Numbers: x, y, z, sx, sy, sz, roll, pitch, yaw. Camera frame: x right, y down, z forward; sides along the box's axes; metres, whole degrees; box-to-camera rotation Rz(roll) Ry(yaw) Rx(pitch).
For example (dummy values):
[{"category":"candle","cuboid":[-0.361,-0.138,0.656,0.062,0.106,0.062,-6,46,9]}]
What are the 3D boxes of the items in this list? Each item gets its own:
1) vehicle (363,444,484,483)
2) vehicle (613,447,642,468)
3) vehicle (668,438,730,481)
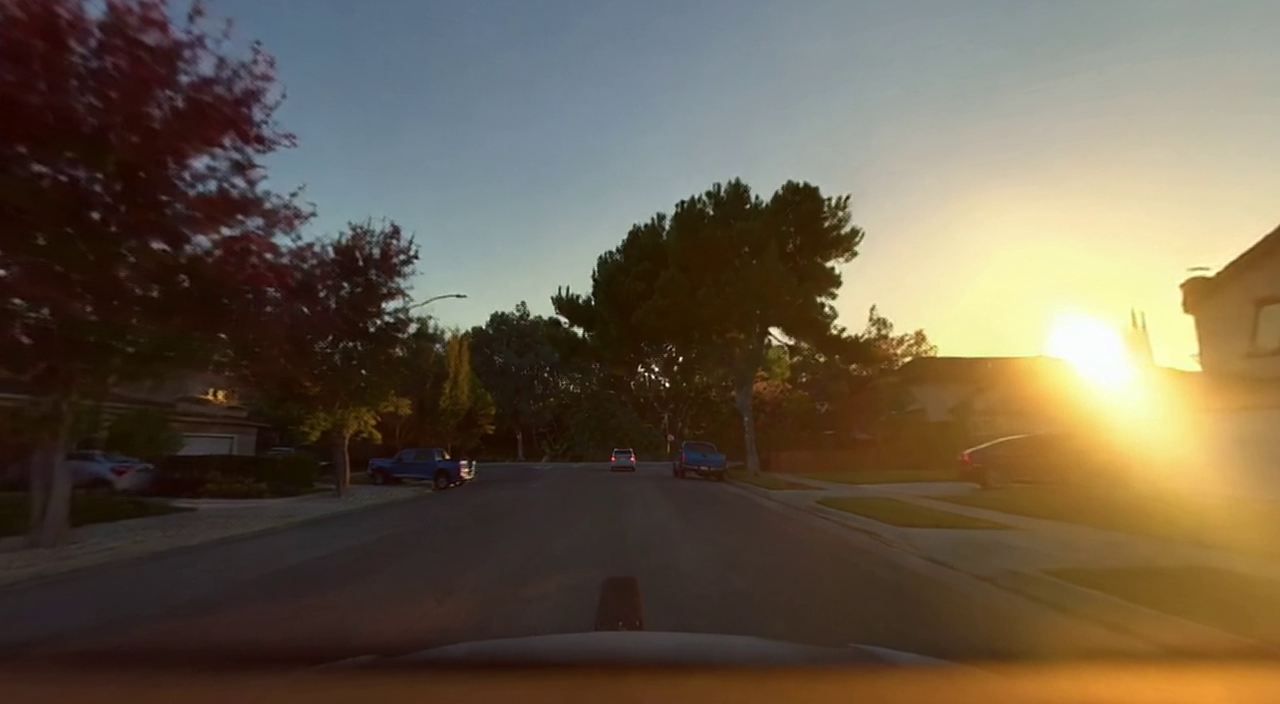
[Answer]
[{"category":"vehicle","cuboid":[-10.223,5.308,30.113,4.947,1.769,2.023,0,-9,1]},{"category":"vehicle","cuboid":[-0.936,7.956,47.737,2.064,1.477,3.968,0,-9,0]},{"category":"vehicle","cuboid":[2.767,5.254,31.163,2.394,1.901,5.759,0,-9,-1]}]
